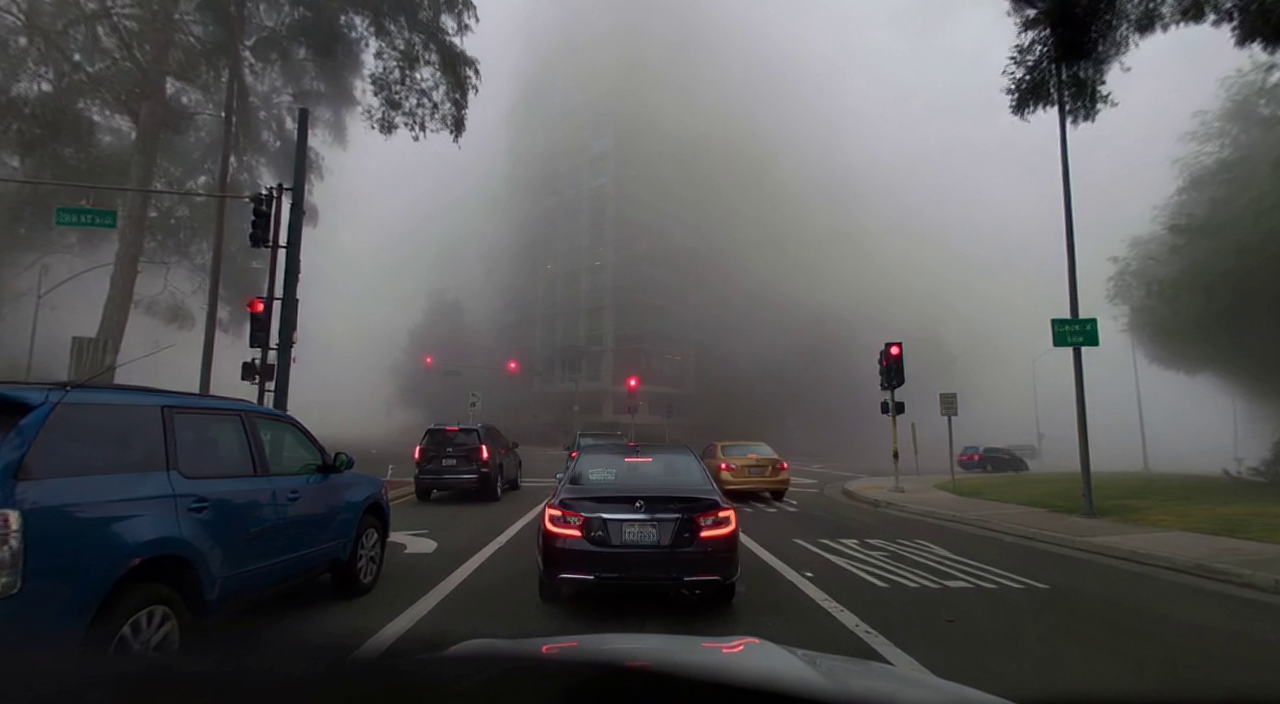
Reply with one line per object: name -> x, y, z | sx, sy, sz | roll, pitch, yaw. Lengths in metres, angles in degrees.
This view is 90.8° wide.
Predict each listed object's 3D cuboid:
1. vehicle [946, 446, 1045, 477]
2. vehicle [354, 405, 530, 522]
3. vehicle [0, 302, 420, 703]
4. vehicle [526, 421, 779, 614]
vehicle -> 22.310, 6.862, 39.784 | 4.874, 1.854, 2.230 | 0, -9, -3
vehicle -> -3.880, 2.315, 13.695 | 2.305, 1.984, 5.586 | 0, -8, -3
vehicle -> -3.139, 1.012, 4.141 | 1.924, 1.737, 4.387 | 0, -8, -2
vehicle -> -0.060, 1.628, 7.267 | 2.001, 1.483, 4.442 | 0, -8, -4
